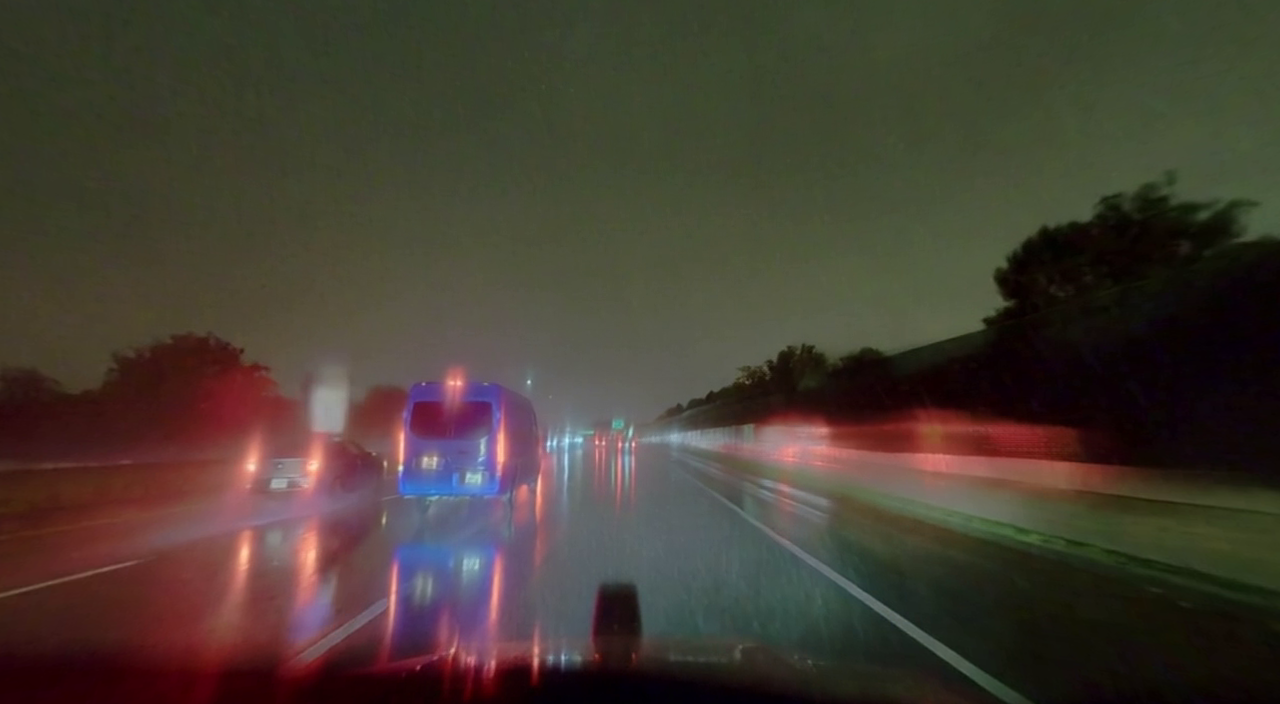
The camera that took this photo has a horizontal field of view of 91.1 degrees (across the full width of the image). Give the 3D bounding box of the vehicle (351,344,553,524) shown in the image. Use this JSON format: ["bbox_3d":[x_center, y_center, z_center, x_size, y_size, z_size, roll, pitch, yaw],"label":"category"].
[{"bbox_3d":[-3.420,1.748,13.516,2.428,2.782,7.330,0,-8,-3],"label":"vehicle"}]

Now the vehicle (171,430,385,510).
[{"bbox_3d":[-7.668,2.509,14.071,1.994,1.466,4.837,0,-8,-1],"label":"vehicle"}]

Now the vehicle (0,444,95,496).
[{"bbox_3d":[-19.739,3.620,19.398,1.903,1.470,4.473,0,-8,-2],"label":"vehicle"}]
